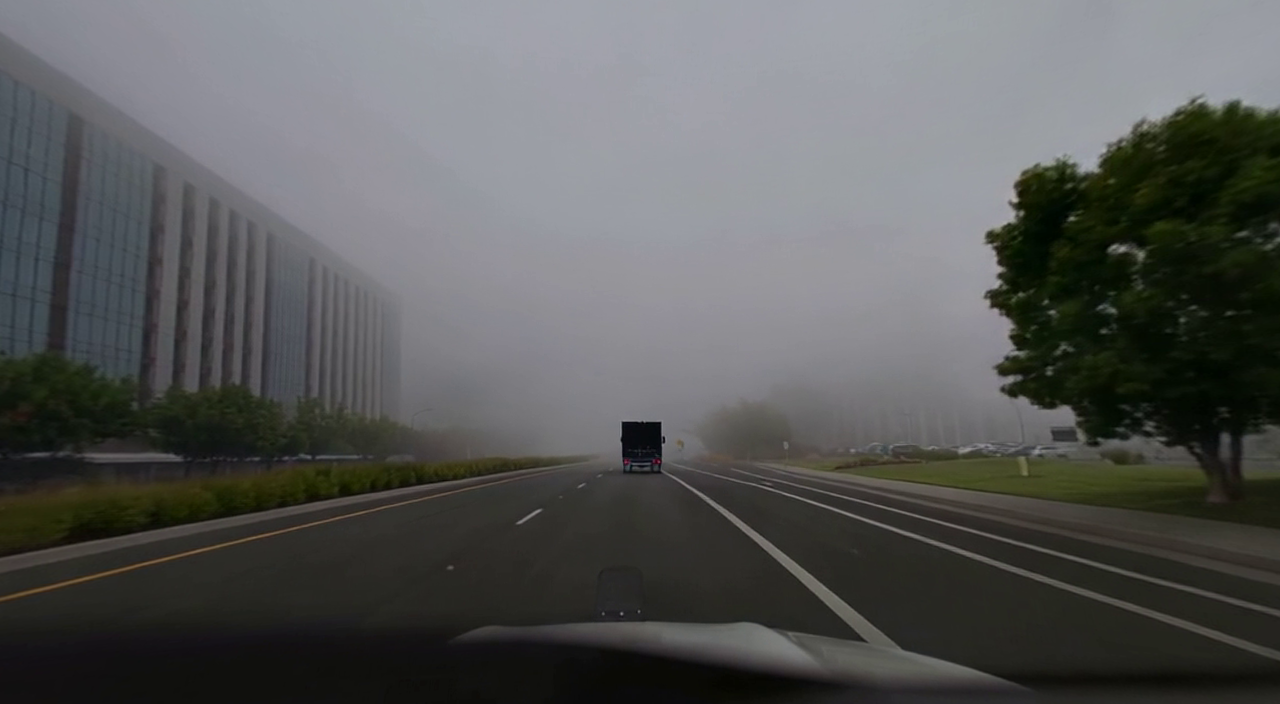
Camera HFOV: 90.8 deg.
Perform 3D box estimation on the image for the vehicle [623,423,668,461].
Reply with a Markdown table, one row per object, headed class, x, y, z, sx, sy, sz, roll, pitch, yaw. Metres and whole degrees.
| class | x | y | z | sx | sy | sz | roll | pitch | yaw |
| --- | --- | --- | --- | --- | --- | --- | --- | --- | --- |
| vehicle | 0.242 | 4.746 | 33.314 | 2.178 | 1.829 | 4.932 | 0 | -9 | -1 |
